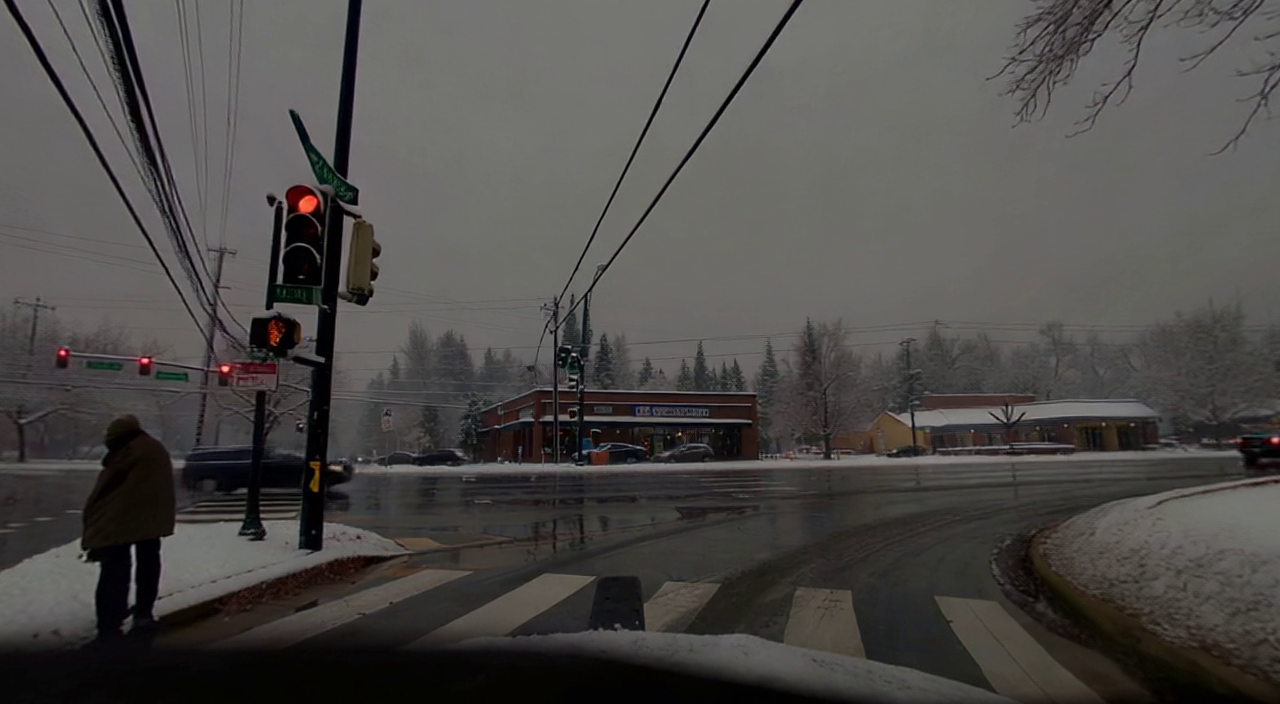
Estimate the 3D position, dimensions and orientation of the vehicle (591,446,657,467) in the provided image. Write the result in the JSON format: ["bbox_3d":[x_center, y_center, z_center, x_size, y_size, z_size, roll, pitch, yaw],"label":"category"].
[{"bbox_3d":[-1.150,7.542,45.810,4.391,1.451,1.717,4,-9,-26],"label":"vehicle"}]

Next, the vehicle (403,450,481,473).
[{"bbox_3d":[-13.556,7.475,43.272,4.837,1.407,1.818,4,-9,-26],"label":"vehicle"}]

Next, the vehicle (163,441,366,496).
[{"bbox_3d":[-10.831,3.359,18.449,4.700,1.479,2.095,-1,-8,7],"label":"vehicle"}]
